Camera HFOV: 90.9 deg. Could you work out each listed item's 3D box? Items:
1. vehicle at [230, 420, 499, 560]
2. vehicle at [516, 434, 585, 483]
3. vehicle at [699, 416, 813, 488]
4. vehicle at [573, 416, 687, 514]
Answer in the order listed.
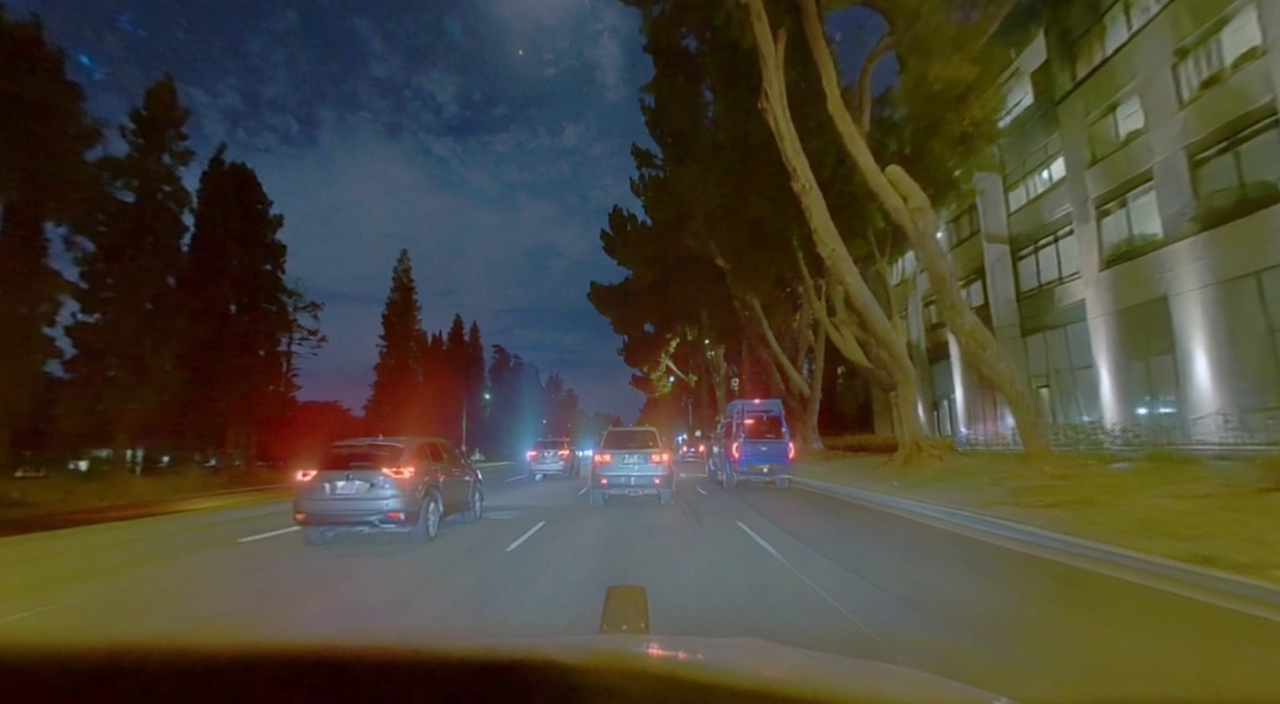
[{"bbox_3d":[-3.756,1.959,9.777,1.959,1.614,4.676,0,-8,1],"label":"vehicle"},{"bbox_3d":[-3.237,3.929,23.527,1.894,1.642,3.861,0,-8,1],"label":"vehicle"},{"bbox_3d":[3.624,3.312,21.189,2.655,2.054,6.098,0,-8,0],"label":"vehicle"},{"bbox_3d":[-0.155,2.370,13.638,2.075,1.770,4.018,0,-8,1],"label":"vehicle"}]
